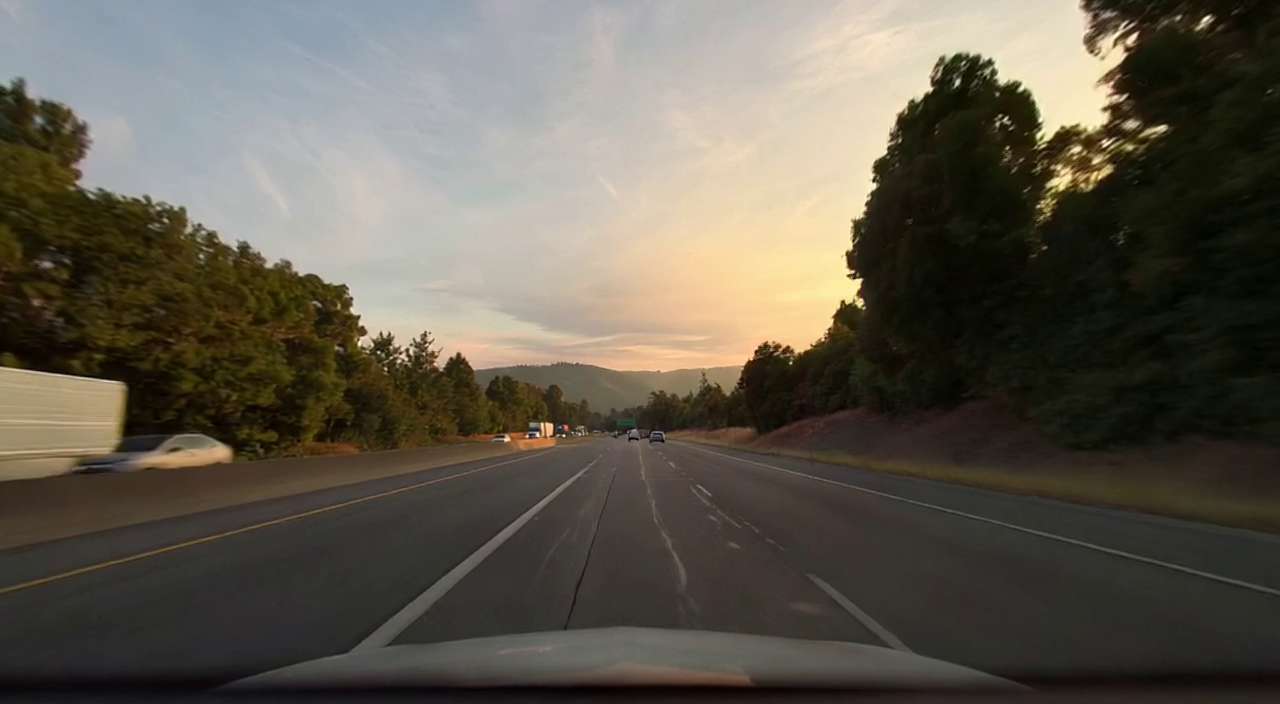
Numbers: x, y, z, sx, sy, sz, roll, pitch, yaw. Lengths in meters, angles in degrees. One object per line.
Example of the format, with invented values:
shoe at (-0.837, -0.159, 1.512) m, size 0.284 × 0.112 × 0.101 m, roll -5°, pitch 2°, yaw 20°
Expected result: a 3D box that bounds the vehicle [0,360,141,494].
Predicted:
vehicle at (-20.640, 1.875, 15.970) m, size 2.934 × 3.998 × 16.255 m, roll 0°, pitch -8°, yaw -1°
